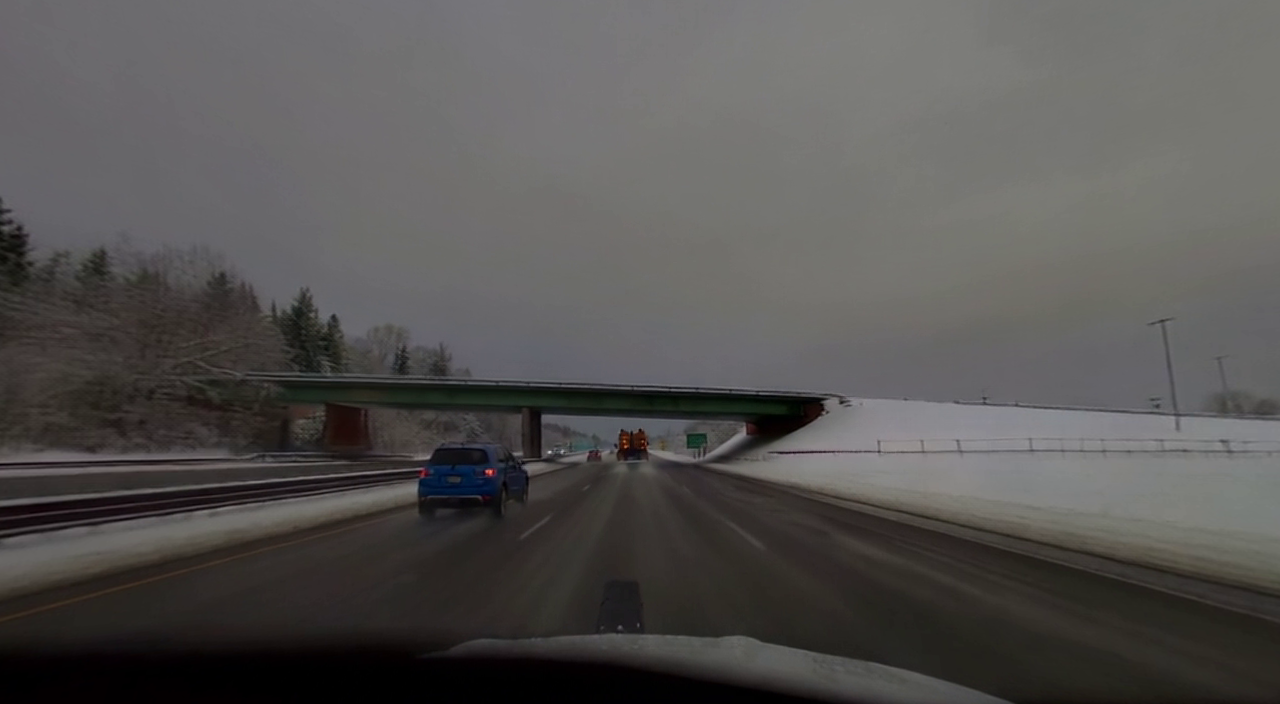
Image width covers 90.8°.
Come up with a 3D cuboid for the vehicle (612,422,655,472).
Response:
[{"bbox_3d":[-0.440,6.462,42.742,2.672,3.056,6.900,0,-9,-1],"label":"vehicle"}]

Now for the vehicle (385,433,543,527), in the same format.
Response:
[{"bbox_3d":[-3.449,2.602,13.335,2.088,1.643,4.215,0,-9,0],"label":"vehicle"}]
